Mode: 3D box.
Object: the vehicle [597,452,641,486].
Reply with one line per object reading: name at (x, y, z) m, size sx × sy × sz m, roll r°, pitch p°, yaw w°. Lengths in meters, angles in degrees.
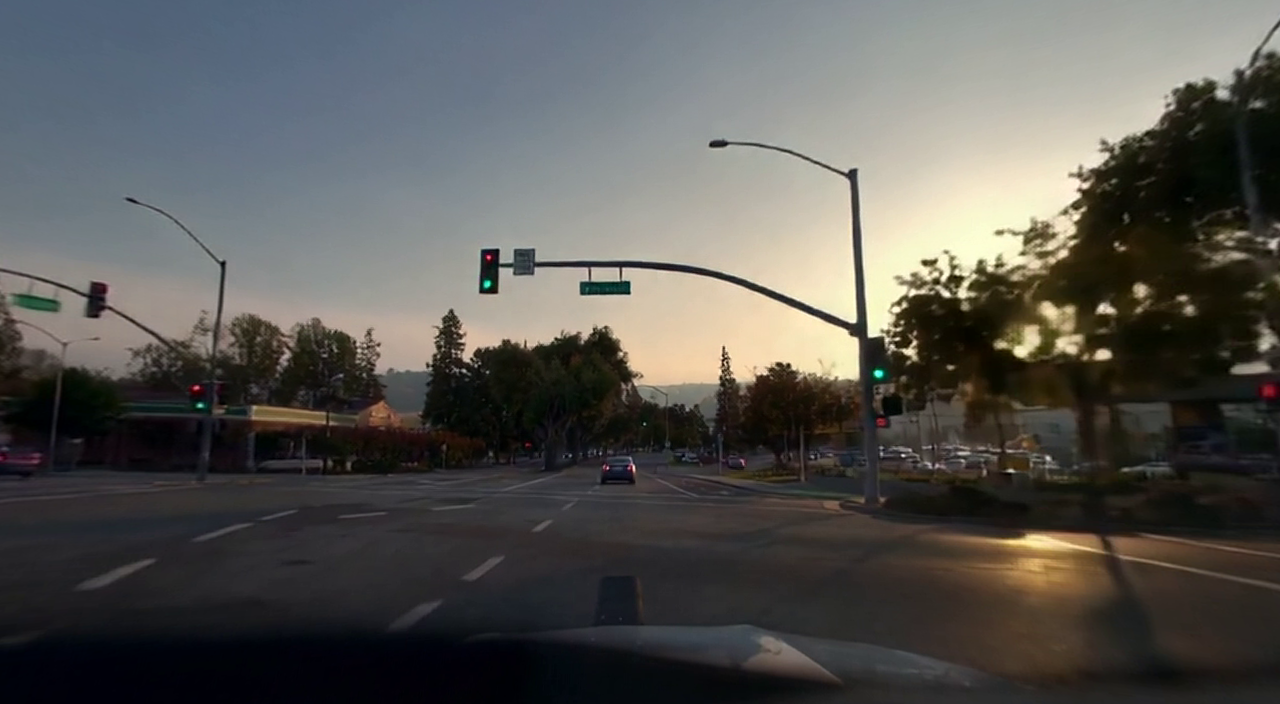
vehicle at (-1.040, 5.420, 29.543) m, size 1.917 × 1.418 × 3.987 m, roll 0°, pitch -9°, yaw -3°
